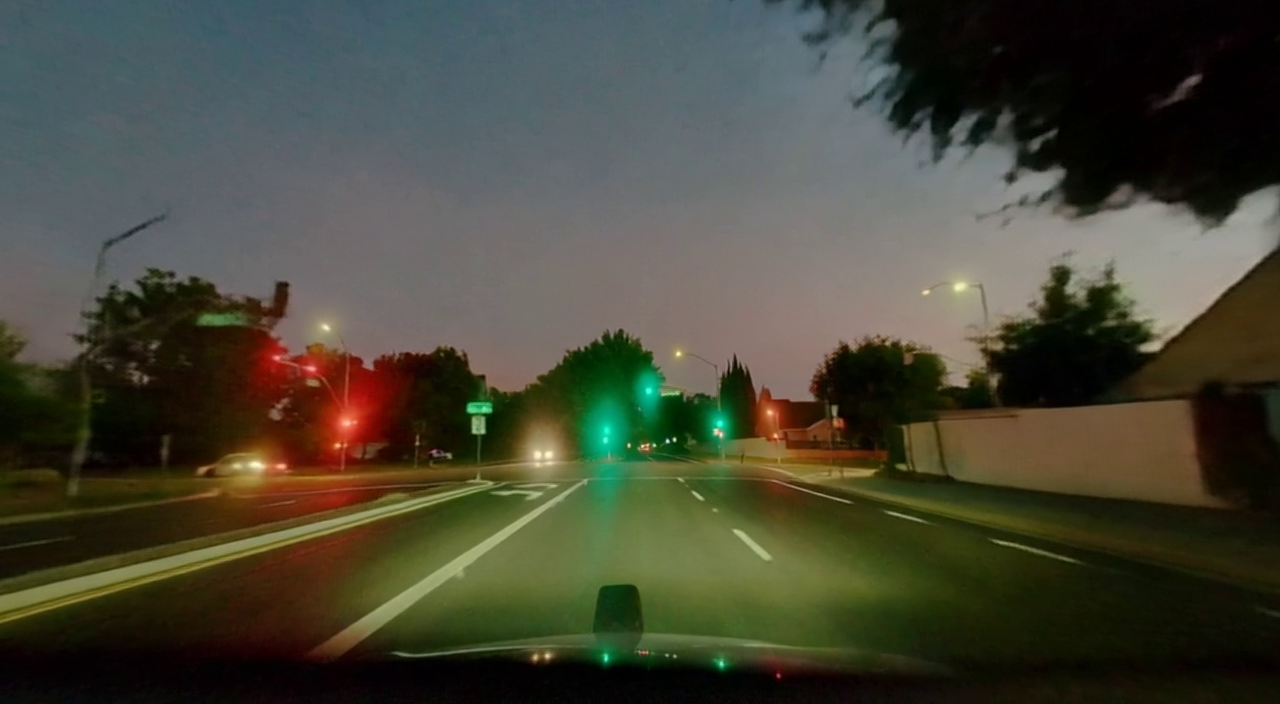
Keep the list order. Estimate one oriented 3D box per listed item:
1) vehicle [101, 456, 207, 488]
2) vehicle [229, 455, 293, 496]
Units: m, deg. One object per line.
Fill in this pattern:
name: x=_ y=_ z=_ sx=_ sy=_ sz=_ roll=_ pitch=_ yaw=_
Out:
vehicle: x=-27.589 y=6.798 z=35.921 sx=4.676 sy=1.704 sz=2.031 roll=-2 pitch=-9 yaw=10
vehicle: x=-16.084 y=5.225 z=27.043 sx=2.018 sy=1.500 sz=4.433 roll=4 pitch=-10 yaw=-27
